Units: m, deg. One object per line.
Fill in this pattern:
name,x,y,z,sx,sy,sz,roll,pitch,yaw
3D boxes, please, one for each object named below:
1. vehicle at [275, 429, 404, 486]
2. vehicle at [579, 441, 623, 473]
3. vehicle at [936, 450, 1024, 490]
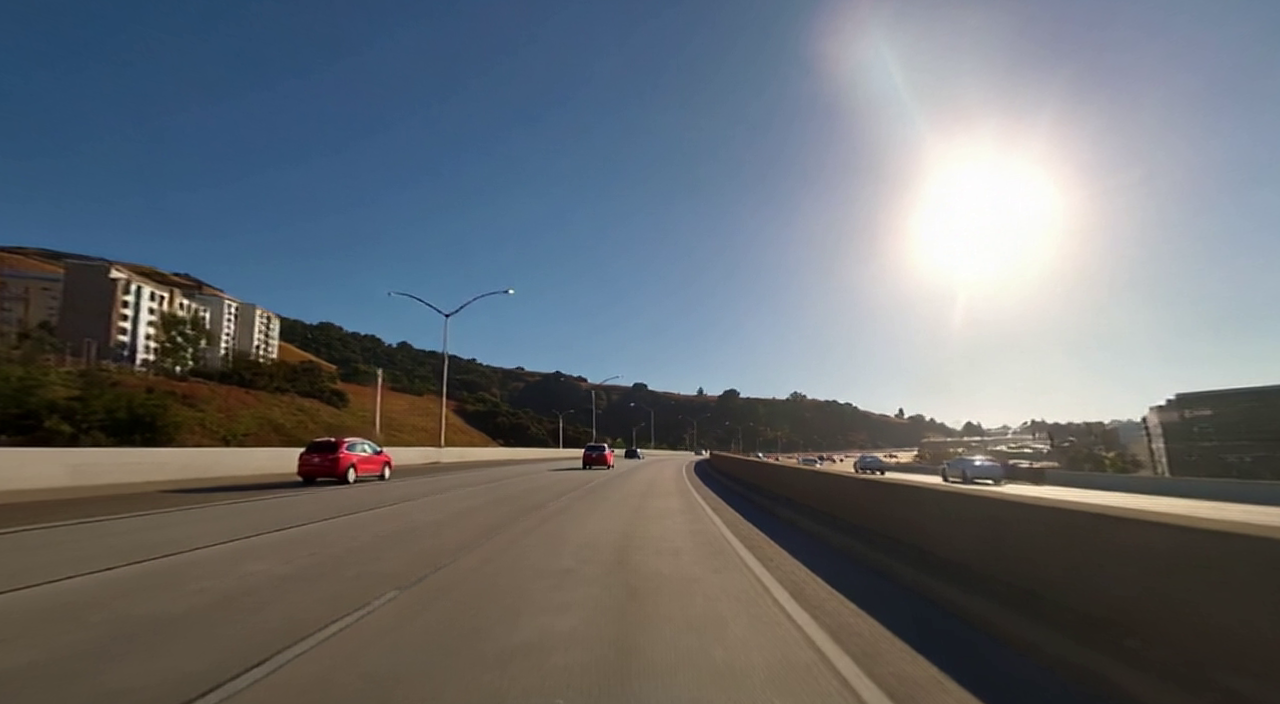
vehicle,-10.256,3.636,22.032,2.039,1.746,4.528,0,-8,3
vehicle,-2.236,6.185,37.313,2.028,1.782,4.150,-1,-8,4
vehicle,14.915,5.145,27.970,1.786,1.559,4.496,-1,-8,5
